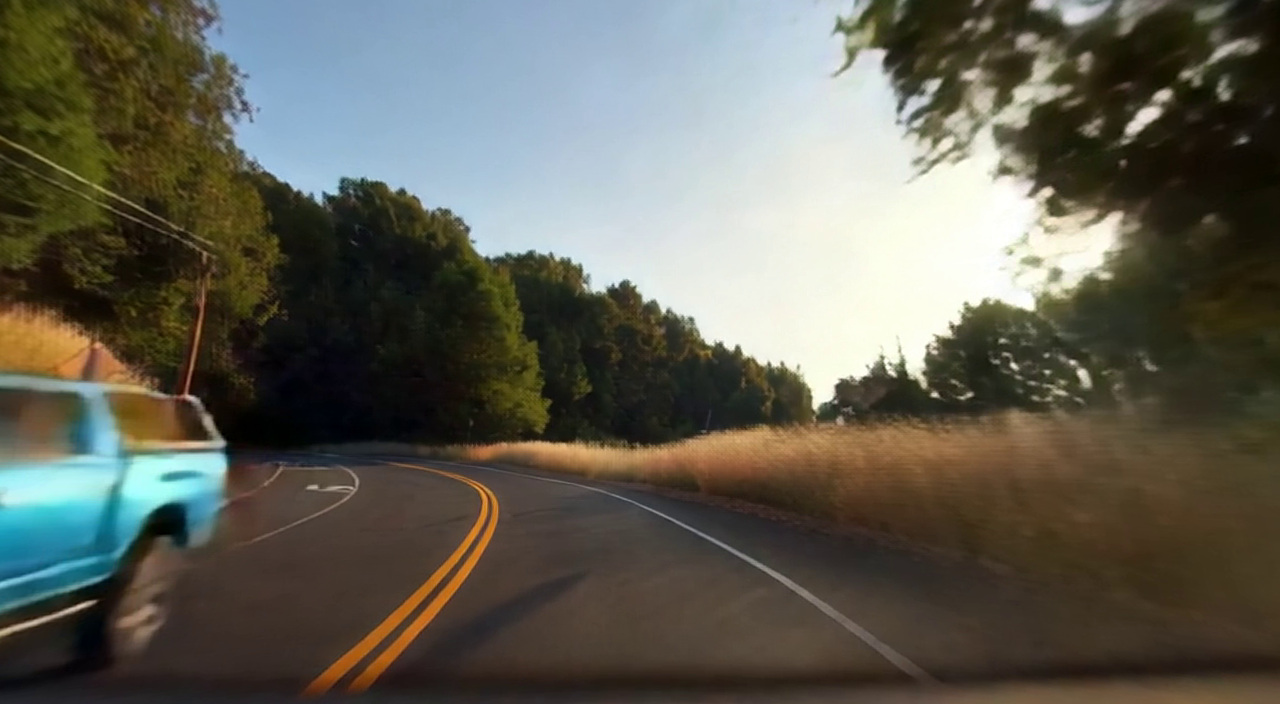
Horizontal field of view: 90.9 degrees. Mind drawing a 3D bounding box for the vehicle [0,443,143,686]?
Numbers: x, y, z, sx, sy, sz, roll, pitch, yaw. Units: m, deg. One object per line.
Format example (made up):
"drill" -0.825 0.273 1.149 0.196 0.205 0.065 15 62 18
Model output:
"vehicle" -4.787 1.105 2.580 2.063 1.443 4.488 0 -9 -4
